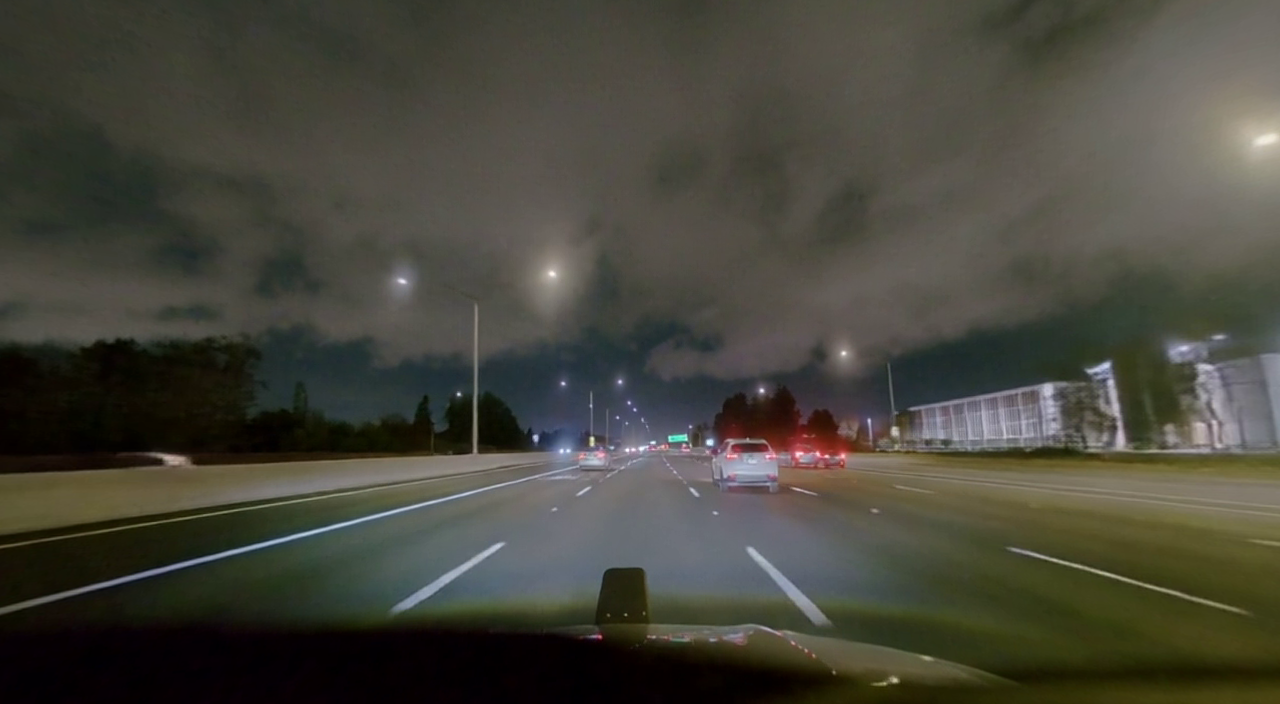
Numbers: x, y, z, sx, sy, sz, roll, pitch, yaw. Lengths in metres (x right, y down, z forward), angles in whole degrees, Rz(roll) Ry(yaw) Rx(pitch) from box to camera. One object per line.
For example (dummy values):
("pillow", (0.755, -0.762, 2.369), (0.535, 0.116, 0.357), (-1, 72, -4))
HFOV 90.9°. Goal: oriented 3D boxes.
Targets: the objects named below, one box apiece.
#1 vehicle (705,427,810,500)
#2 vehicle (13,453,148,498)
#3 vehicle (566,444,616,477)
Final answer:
("vehicle", (3.296, 3.263, 18.760), (2.148, 1.852, 4.835), (0, -9, 0))
("vehicle", (-18.665, 4.095, 21.209), (1.462, 1.353, 3.281), (0, -9, 1))
("vehicle", (-2.437, 5.575, 32.625), (2.080, 1.542, 4.718), (-1, -9, 2))
